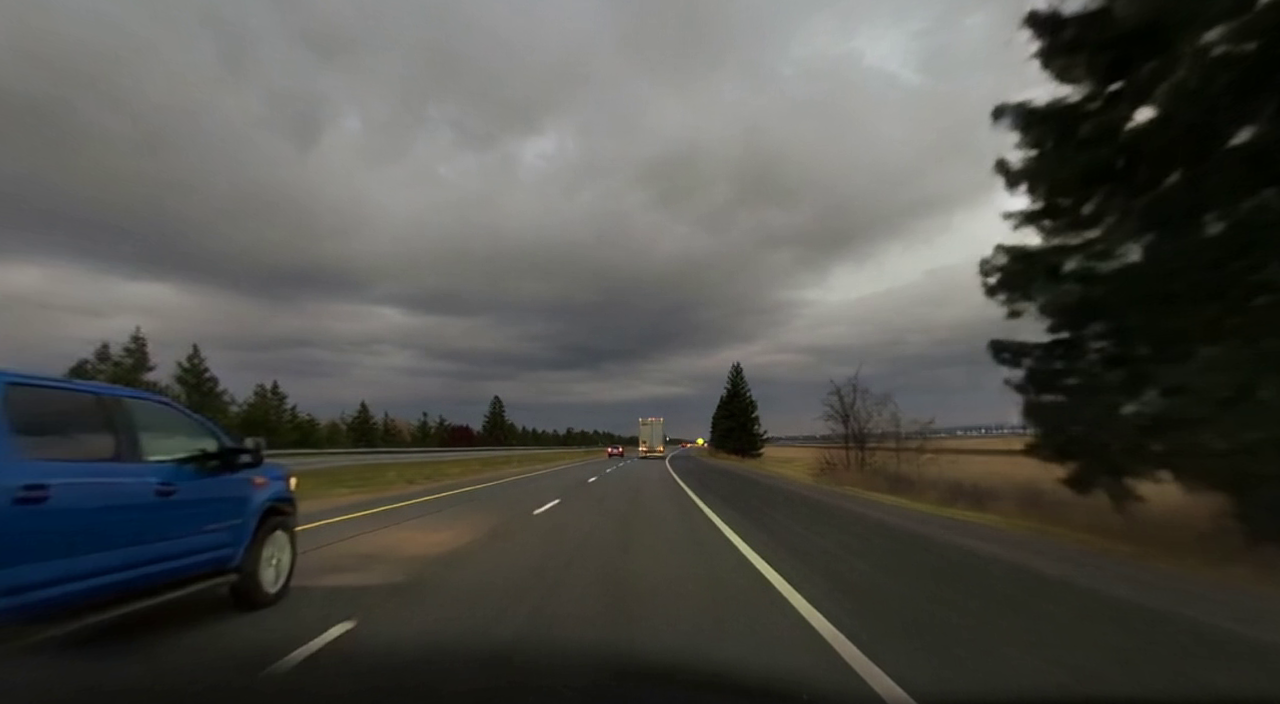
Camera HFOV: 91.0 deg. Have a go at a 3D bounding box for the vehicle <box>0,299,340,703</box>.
[{"bbox_3d":[-3.909,0.746,3.119,2.295,1.815,4.983,0,-9,1],"label":"vehicle"}]
